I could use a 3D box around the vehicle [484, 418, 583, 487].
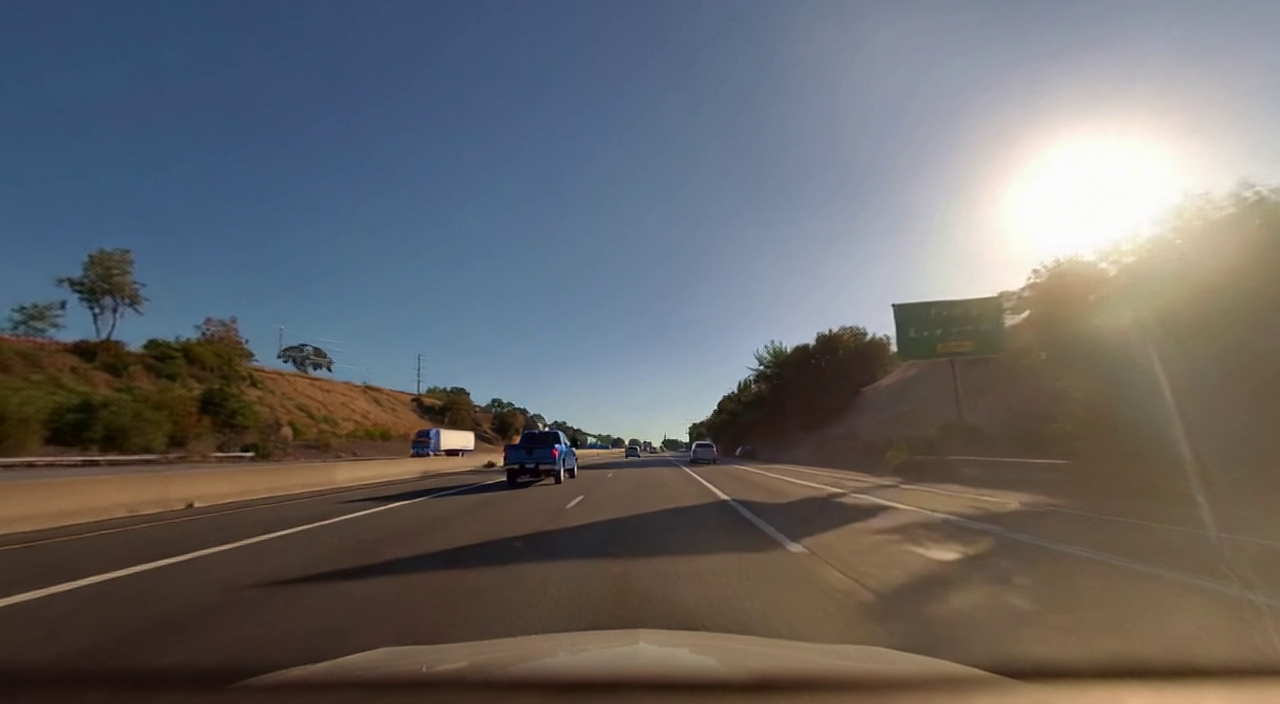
[{"bbox_3d":[-3.733,3.745,23.606,2.496,2.203,6.317,0,-9,1],"label":"vehicle"}]

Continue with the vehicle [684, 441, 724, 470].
[{"bbox_3d":[3.907,6.431,39.104,2.095,1.668,4.135,0,-9,1],"label":"vehicle"}]
